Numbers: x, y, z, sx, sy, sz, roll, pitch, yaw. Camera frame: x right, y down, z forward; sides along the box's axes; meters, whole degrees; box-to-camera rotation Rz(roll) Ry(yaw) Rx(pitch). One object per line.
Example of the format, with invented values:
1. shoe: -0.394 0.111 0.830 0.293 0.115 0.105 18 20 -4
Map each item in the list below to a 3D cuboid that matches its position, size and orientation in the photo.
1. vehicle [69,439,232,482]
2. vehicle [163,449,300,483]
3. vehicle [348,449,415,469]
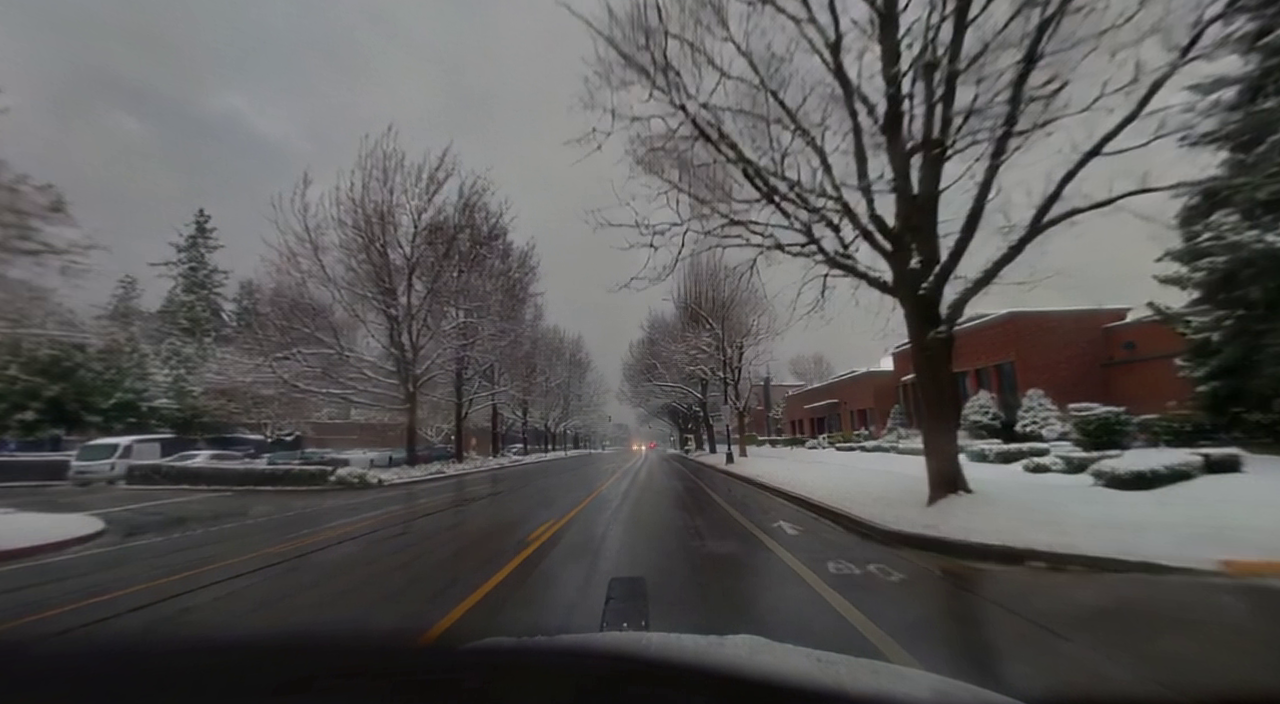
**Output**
1. vehicle: -19.143 4.250 24.802 4.699 1.558 2.113 0 -9 4
2. vehicle: -19.342 5.385 29.990 5.091 1.530 1.982 0 -8 -1
3. vehicle: -18.930 7.855 46.271 4.005 1.433 1.953 0 -8 0
